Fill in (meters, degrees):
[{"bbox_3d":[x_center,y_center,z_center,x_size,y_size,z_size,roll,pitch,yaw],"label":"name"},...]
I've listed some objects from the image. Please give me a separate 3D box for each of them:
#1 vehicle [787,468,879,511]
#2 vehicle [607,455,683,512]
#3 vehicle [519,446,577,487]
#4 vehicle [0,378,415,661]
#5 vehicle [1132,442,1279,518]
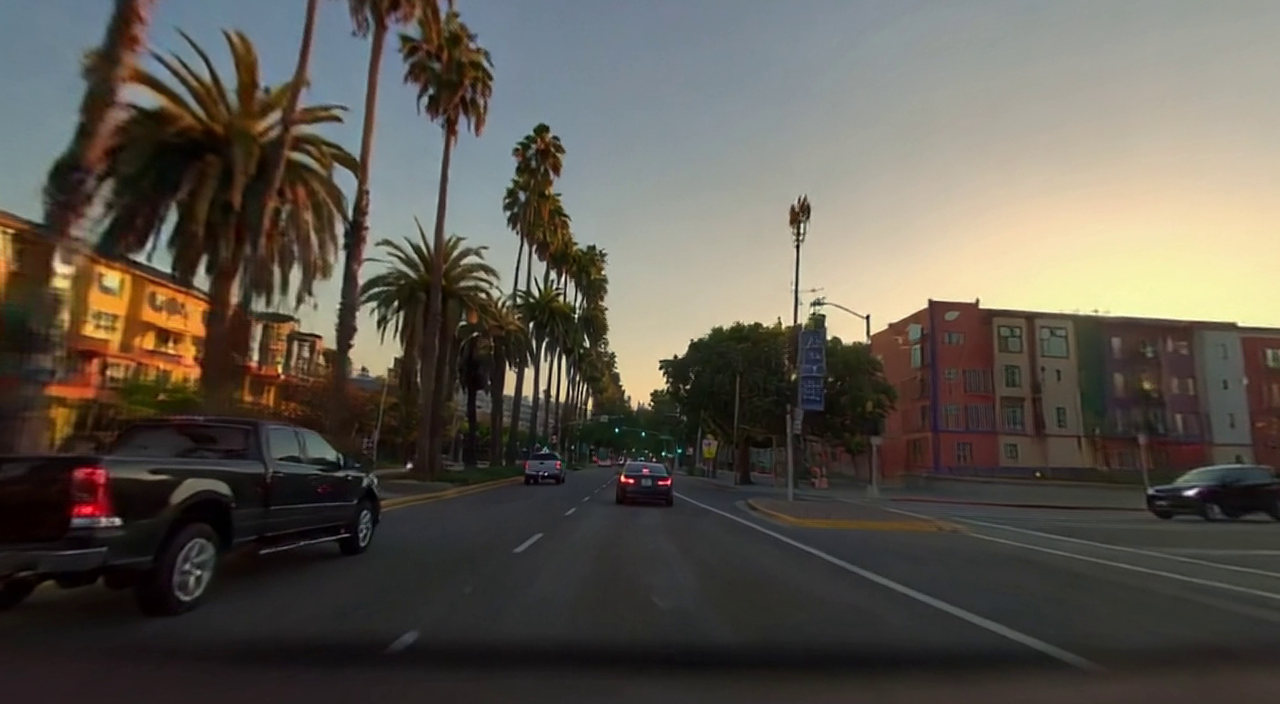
[{"bbox_3d":[6.878,4.884,22.581,2.949,1.209,3.070,-1,-10,15],"label":"vehicle"},{"bbox_3d":[0.119,4.050,19.820,2.122,1.562,4.152,1,-10,-1],"label":"vehicle"},{"bbox_3d":[-5.094,6.458,35.645,2.447,2.062,5.911,1,-10,-1],"label":"vehicle"},{"bbox_3d":[-4.878,1.627,7.374,2.187,1.904,6.103,1,-10,0],"label":"vehicle"},{"bbox_3d":[33.234,7.473,36.735,5.858,4.169,3.001,0,-12,2],"label":"vehicle"}]
